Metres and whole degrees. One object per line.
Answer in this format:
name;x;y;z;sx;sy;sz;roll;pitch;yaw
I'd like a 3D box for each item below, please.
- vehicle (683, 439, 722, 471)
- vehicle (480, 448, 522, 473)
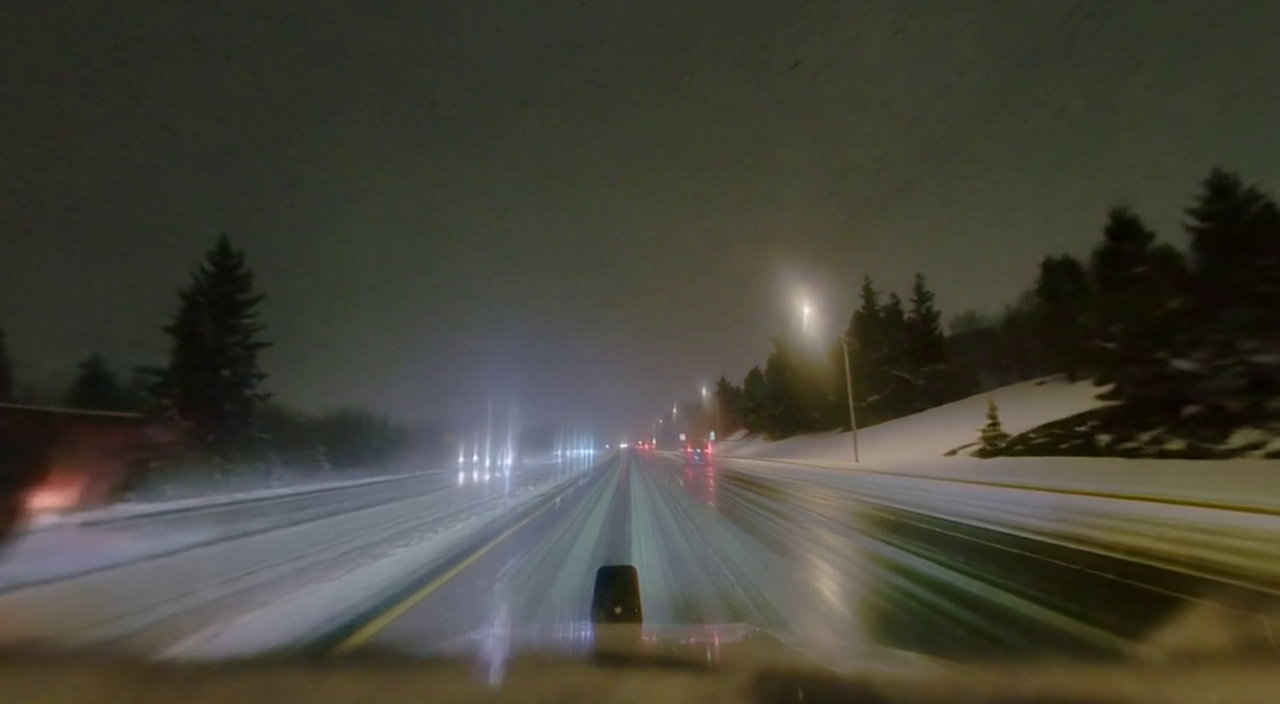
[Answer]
vehicle;3.415;5.703;34.867;1.972;1.614;4.025;-1;-9;3
vehicle;-9.322;7.292;42.286;1.950;1.587;4.308;0;-9;-1
